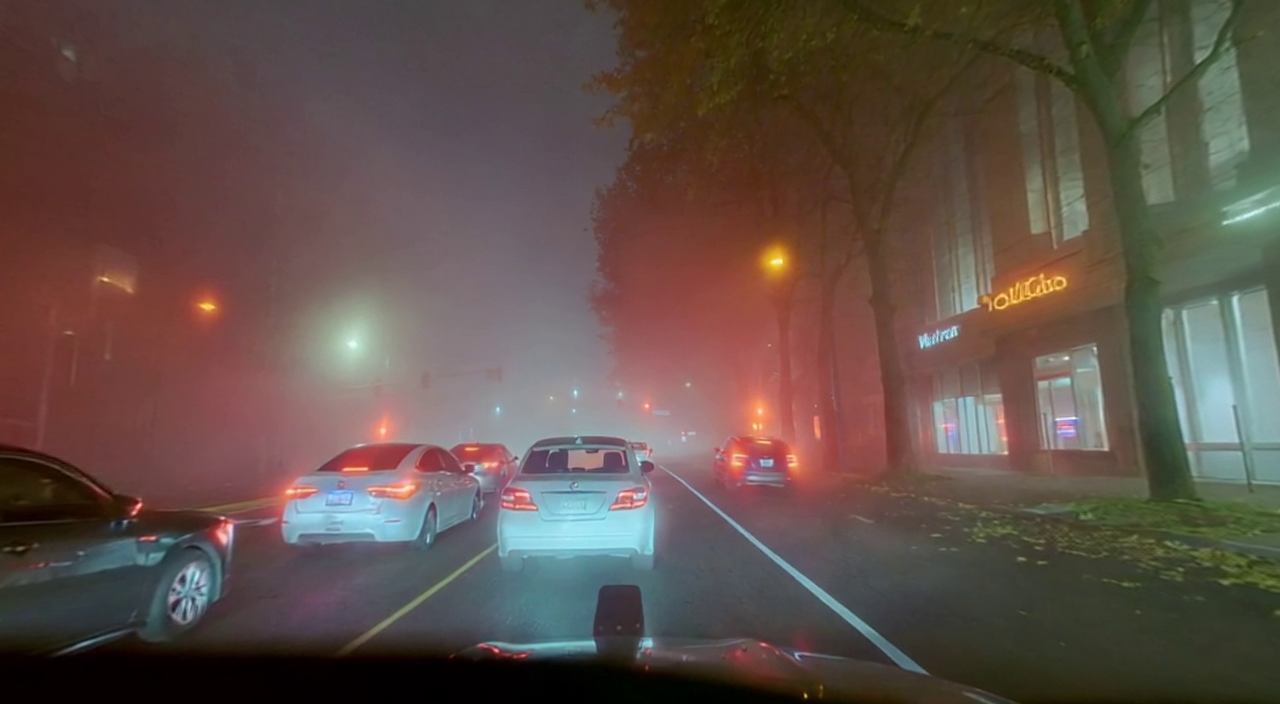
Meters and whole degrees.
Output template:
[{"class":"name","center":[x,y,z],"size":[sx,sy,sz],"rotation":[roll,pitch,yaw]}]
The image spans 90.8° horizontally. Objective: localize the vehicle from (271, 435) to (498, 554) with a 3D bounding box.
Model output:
[{"class":"vehicle","center":[-3.735,2.135,10.194],"size":[1.950,1.487,4.130],"rotation":[0,-9,0]}]

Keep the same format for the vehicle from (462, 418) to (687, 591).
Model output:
[{"class":"vehicle","center":[-0.633,1.689,7.792],"size":[2.042,1.555,3.912],"rotation":[0,-9,-1]}]

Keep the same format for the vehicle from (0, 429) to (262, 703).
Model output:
[{"class":"vehicle","center":[-4.185,1.096,2.970],"size":[2.020,1.457,4.496],"rotation":[0,-9,0]}]

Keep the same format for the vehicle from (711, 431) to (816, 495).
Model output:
[{"class":"vehicle","center":[3.497,3.255,18.838],"size":[2.097,1.651,4.300],"rotation":[0,-9,-2]}]
